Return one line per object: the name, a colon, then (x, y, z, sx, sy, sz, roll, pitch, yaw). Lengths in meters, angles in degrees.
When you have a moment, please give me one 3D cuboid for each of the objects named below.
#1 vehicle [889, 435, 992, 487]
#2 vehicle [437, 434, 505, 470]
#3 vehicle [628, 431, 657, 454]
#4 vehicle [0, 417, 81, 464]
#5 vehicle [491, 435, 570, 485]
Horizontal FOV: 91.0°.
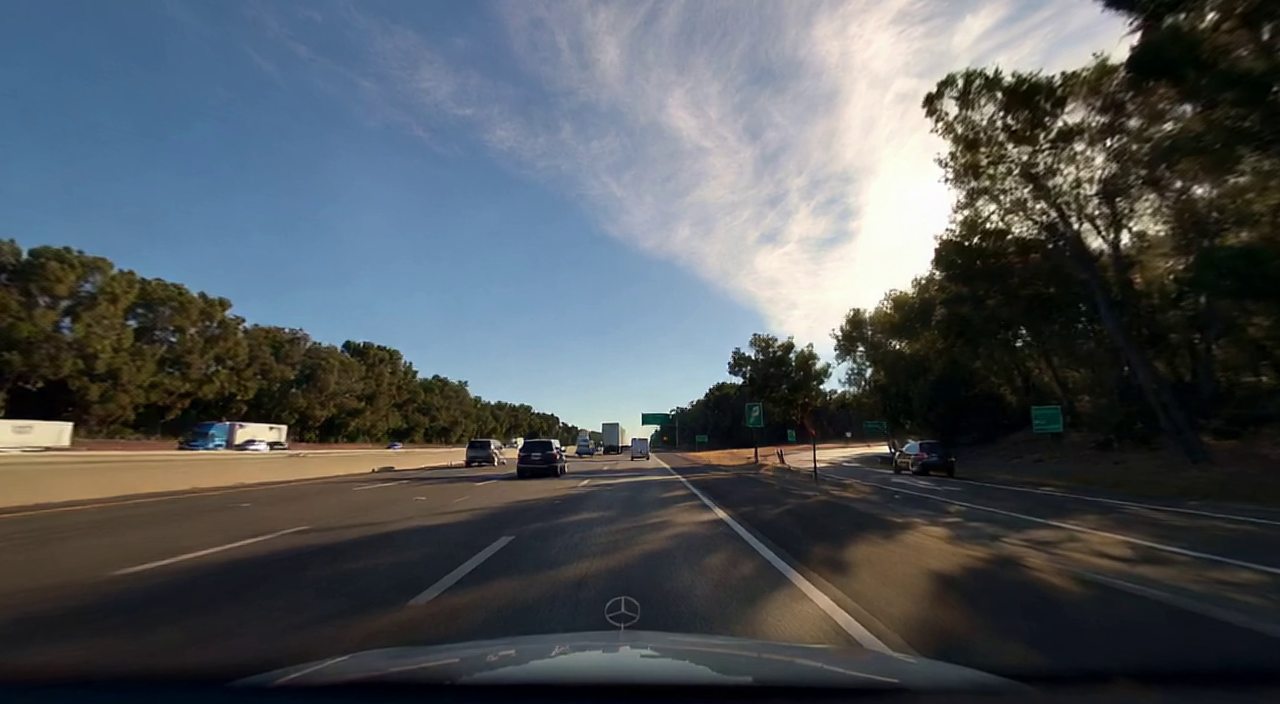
vehicle: (11.706, 4.266, 24.972, 2.200, 1.827, 4.822, -1, -9, 7)
vehicle: (-10.494, 6.298, 39.811, 2.519, 2.029, 6.180, 0, -9, 1)
vehicle: (0.210, 7.140, 49.437, 2.146, 1.687, 4.341, 0, -9, 1)
vehicle: (-43.781, 6.145, 43.346, 3.010, 3.066, 8.118, 0, -9, 0)
vehicle: (-3.929, 3.973, 23.429, 2.094, 1.695, 4.260, 0, -9, 1)
